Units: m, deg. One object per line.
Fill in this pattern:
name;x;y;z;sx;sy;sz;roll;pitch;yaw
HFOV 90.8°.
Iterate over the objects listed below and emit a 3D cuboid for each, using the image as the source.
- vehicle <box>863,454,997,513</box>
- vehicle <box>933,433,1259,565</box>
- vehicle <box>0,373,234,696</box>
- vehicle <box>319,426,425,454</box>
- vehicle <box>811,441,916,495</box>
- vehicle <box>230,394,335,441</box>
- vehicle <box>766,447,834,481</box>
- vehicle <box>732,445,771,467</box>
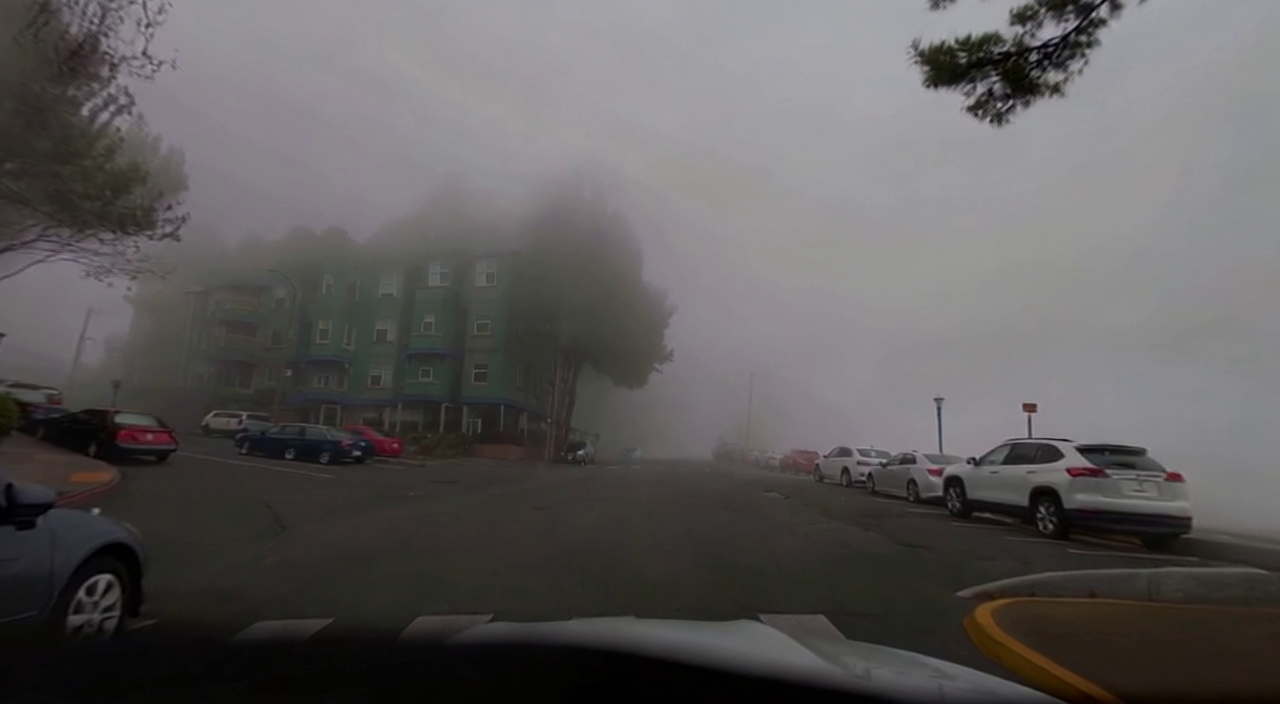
vehicle;7.820;3.546;17.528;1.900;1.368;4.176;-1;-8;3
vehicle;7.505;2.411;11.346;2.181;1.792;5.066;0;-8;2
vehicle;-4.511;0.914;2.924;2.285;1.712;5.200;1;-8;-7
vehicle;-13.580;4.490;32.249;4.603;1.335;1.889;1;-9;-8
vehicle;7.923;4.129;22.961;1.917;1.704;4.840;0;-8;-2
vehicle;-18.682;3.426;33.043;4.598;1.645;2.019;8;-5;20
vehicle;7.900;5.565;31.722;2.122;1.554;4.777;0;-8;-1
vehicle;7.738;7.249;44.255;1.901;1.495;4.340;0;-8;0
